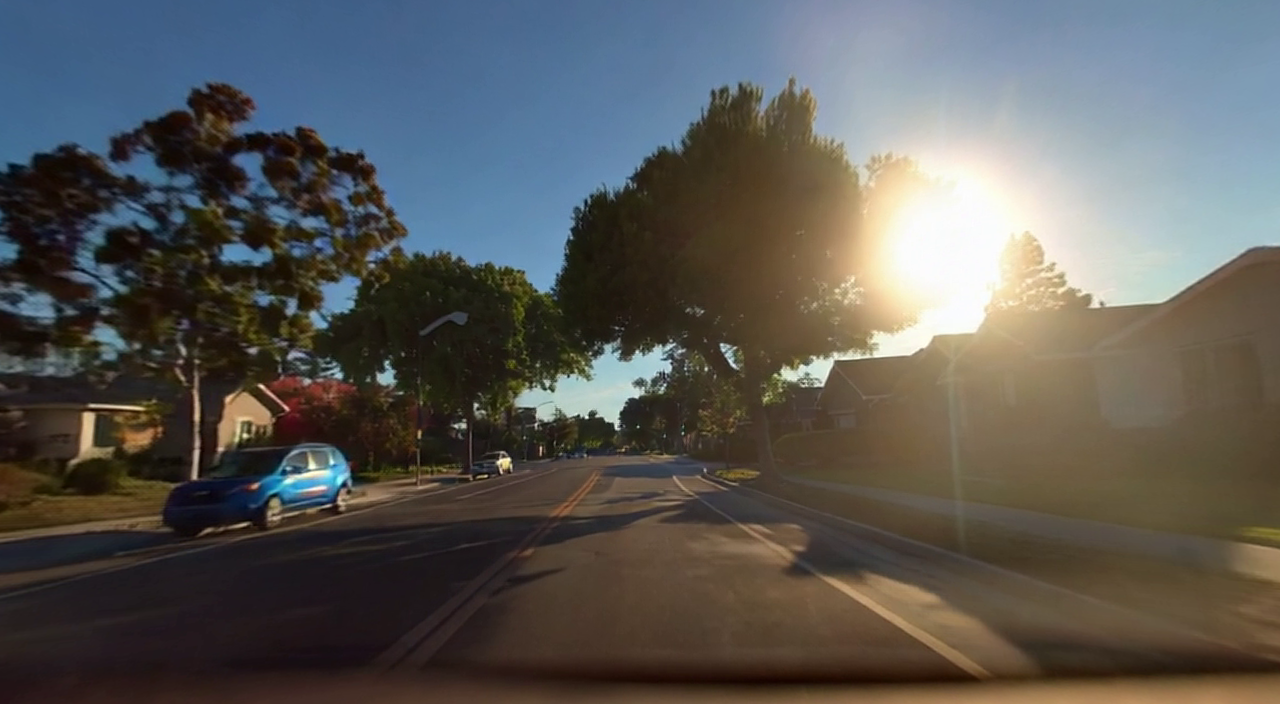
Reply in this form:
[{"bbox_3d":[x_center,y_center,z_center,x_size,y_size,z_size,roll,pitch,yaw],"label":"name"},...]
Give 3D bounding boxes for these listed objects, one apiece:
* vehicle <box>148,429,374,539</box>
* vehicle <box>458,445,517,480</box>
[{"bbox_3d":[-7.634,2.668,13.421,2.209,1.807,4.432,-2,-9,-3],"label":"vehicle"},{"bbox_3d":[-8.315,6.026,34.829,2.130,1.692,4.544,-3,-8,-1],"label":"vehicle"}]
